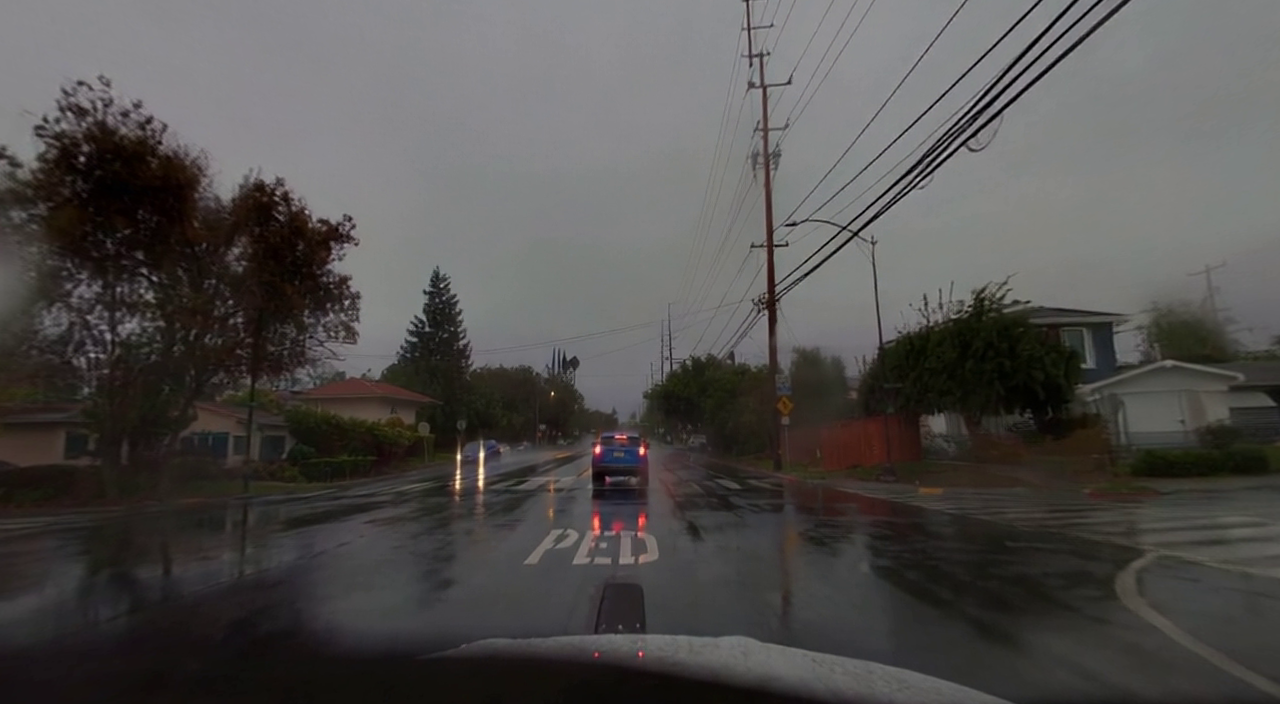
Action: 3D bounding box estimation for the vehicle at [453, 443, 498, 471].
[{"bbox_3d":[-9.602,6.160,37.178,1.934,1.506,4.032,1,-9,-5],"label":"vehicle"}]

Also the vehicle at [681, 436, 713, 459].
[{"bbox_3d":[4.407,7.427,49.119,2.101,1.744,4.466,0,-8,1],"label":"vehicle"}]

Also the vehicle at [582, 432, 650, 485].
[{"bbox_3d":[-0.679,3.257,19.564,1.877,1.448,3.830,0,-8,0],"label":"vehicle"}]
